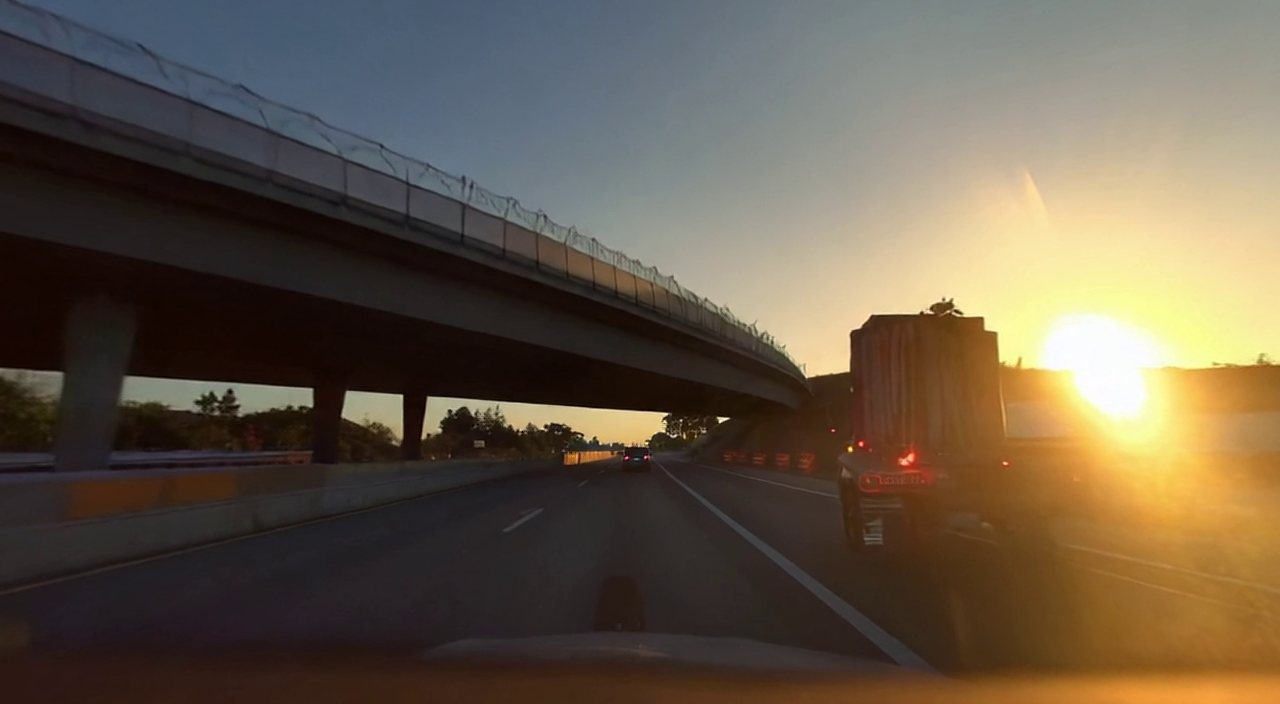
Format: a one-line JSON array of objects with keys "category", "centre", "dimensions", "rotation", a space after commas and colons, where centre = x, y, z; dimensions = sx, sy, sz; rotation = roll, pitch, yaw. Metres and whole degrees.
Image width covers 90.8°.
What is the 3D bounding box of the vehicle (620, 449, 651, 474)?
[{"category": "vehicle", "centre": [-0.224, 6.519, 37.756], "dimensions": [1.695, 1.437, 3.506], "rotation": [0, -9, 2]}]
